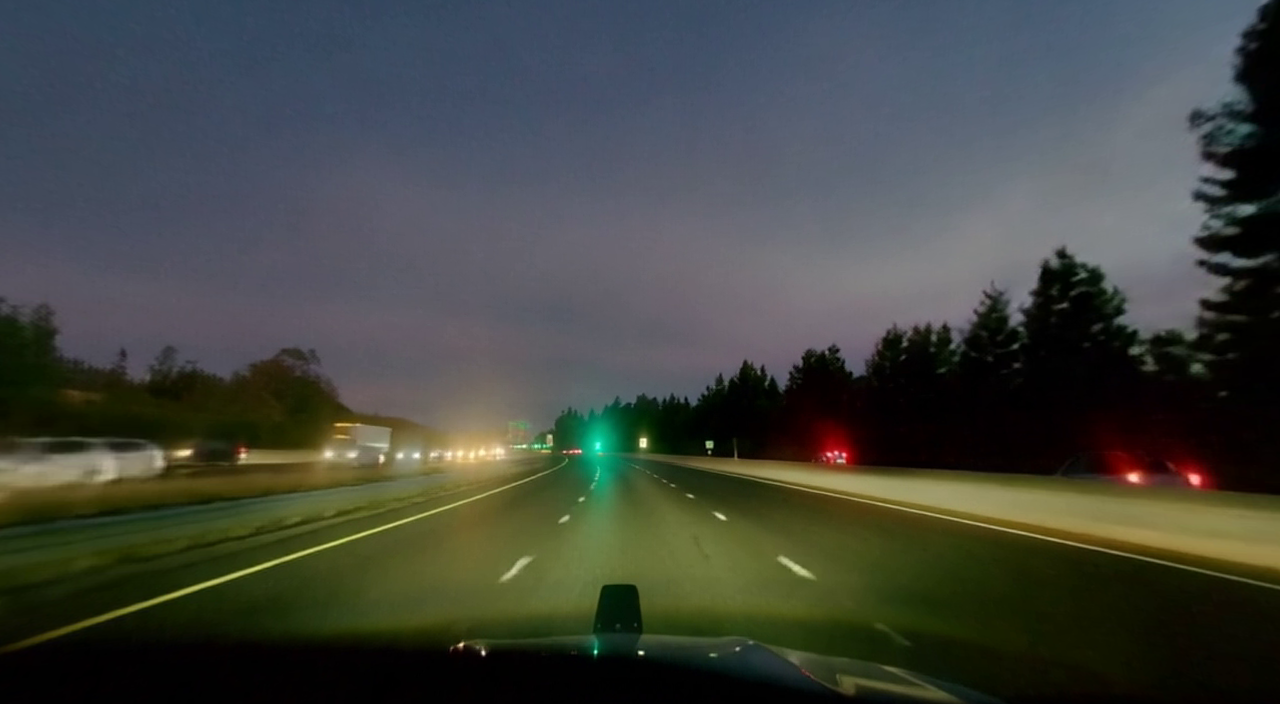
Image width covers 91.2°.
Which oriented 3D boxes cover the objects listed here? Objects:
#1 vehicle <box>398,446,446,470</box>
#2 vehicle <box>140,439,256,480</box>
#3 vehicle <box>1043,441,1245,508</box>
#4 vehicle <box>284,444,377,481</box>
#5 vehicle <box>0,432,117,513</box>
[{"bbox_3d":[-14.641,7.143,42.284,1.870,1.494,4.423,0,-9,-3],"label":"vehicle"},{"bbox_3d":[-20.709,5.056,29.686,2.010,1.739,4.935,0,-9,-3],"label":"vehicle"},{"bbox_3d":[14.691,3.564,18.722,2.020,1.738,4.549,0,-9,-3],"label":"vehicle"},{"bbox_3d":[-13.840,4.964,28.383,1.898,1.484,4.729,0,-9,-2],"label":"vehicle"},{"bbox_3d":[-13.063,2.363,12.338,1.842,1.507,4.406,0,-9,-3],"label":"vehicle"}]
